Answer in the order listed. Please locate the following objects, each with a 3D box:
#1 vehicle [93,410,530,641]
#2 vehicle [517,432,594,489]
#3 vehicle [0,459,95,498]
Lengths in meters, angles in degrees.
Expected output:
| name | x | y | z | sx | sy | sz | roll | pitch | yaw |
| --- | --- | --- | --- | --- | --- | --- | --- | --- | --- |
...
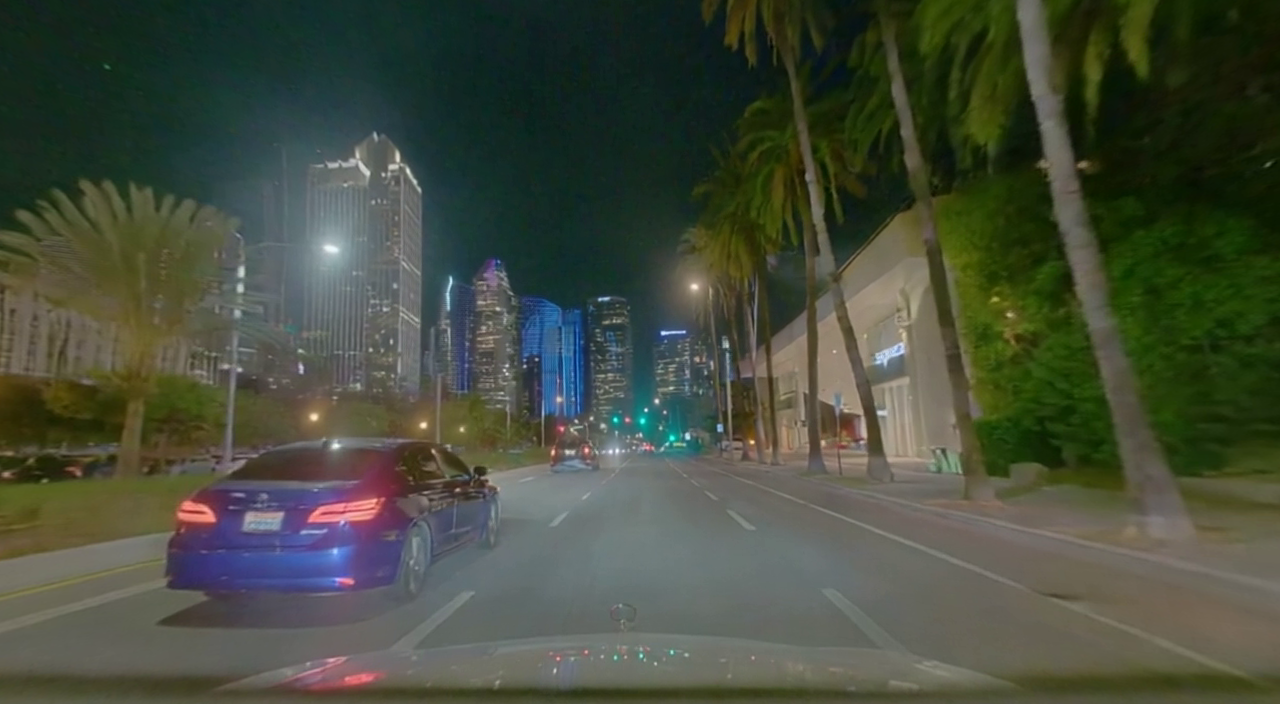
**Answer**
| name | x | y | z | sx | sy | sz | roll | pitch | yaw |
| --- | --- | --- | --- | --- | --- | --- | --- | --- | --- |
| vehicle | -2.624 | 1.506 | 6.542 | 2.071 | 1.544 | 4.383 | 0 | -9 | 1 |
| vehicle | -2.702 | 3.604 | 21.228 | 1.894 | 1.702 | 3.999 | 0 | -9 | 2 |
| vehicle | -29.797 | 6.144 | 30.969 | 1.914 | 1.657 | 4.646 | 0 | -9 | 0 |
